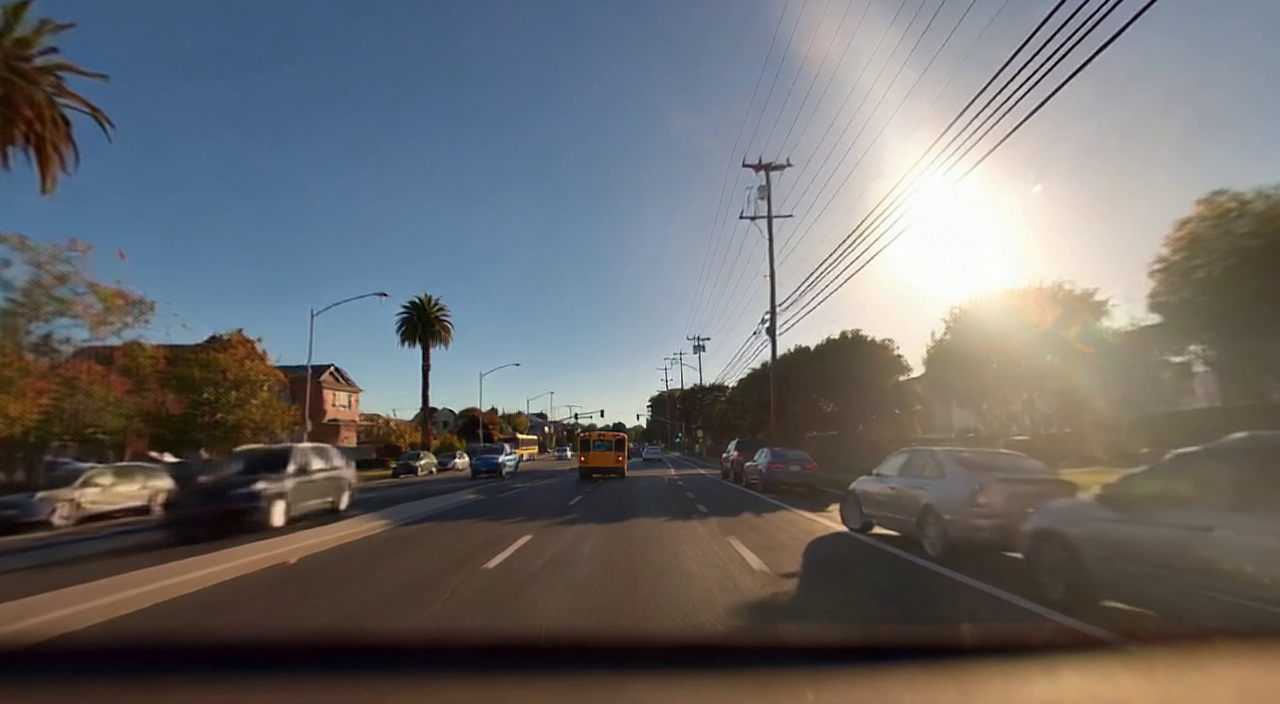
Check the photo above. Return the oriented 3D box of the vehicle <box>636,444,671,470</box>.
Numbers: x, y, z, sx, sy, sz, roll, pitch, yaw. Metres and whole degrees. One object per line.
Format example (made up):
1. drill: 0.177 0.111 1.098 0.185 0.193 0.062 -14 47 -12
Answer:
1. vehicle: 0.890 6.555 39.414 2.063 1.495 3.849 0 -9 2

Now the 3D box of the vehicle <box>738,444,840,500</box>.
1. vehicle: 4.304 3.534 19.029 1.838 1.458 4.750 0 -9 -1

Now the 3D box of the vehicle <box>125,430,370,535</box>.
1. vehicle: -7.887 2.650 13.448 2.096 1.798 4.831 0 -9 0

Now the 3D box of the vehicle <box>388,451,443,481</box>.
1. vehicle: -15.255 7.739 43.044 1.993 1.639 5.065 -5 -8 -2

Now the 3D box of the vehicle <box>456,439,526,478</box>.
1. vehicle: -8.532 6.158 36.694 2.653 1.964 5.699 -3 -9 0

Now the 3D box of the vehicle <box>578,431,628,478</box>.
1. vehicle: -1.679 4.834 29.912 2.168 2.040 4.527 0 -9 -2

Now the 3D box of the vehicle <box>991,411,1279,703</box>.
1. vehicle: 4.144 1.116 3.458 1.946 1.530 4.240 0 -9 0

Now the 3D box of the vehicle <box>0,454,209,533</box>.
1. vehicle: -14.178 3.678 16.988 2.041 1.643 4.665 -5 -9 -3
